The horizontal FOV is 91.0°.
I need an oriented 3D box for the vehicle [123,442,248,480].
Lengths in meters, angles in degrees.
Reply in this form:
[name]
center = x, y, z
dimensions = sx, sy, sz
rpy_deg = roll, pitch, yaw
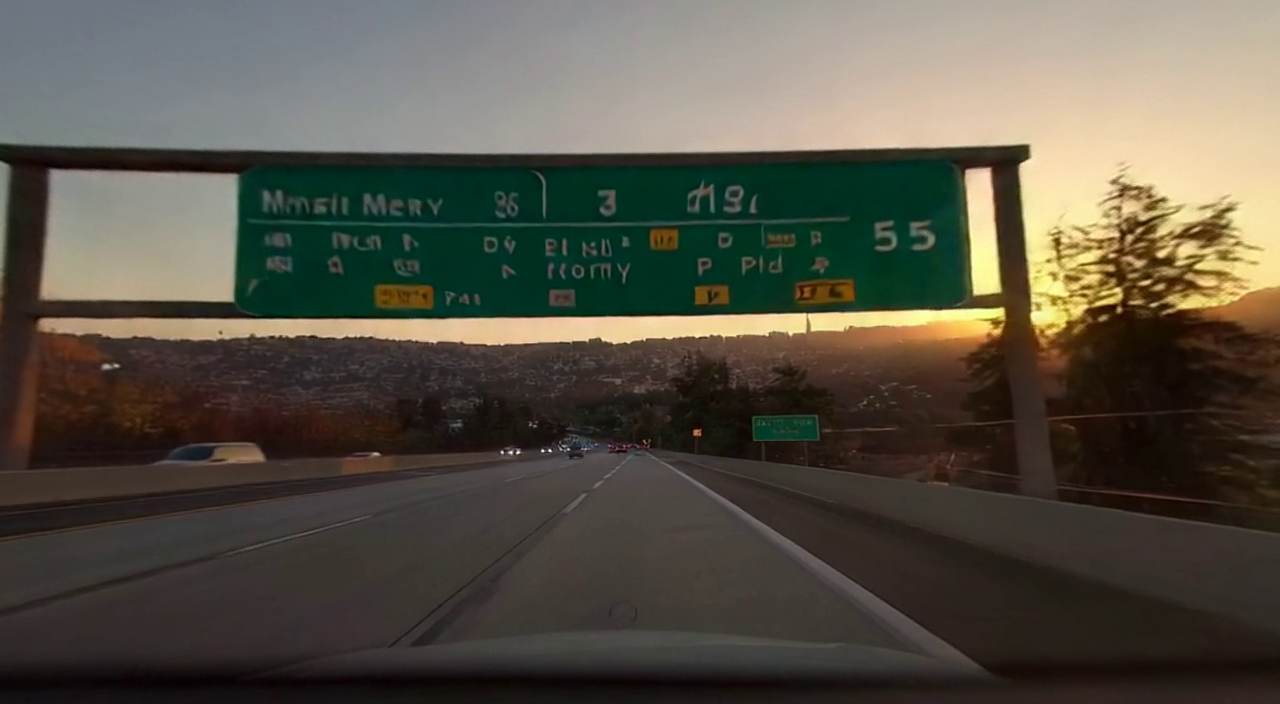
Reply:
[vehicle]
center = -20.313, 4.884, 28.445
dimensions = 2.181, 1.562, 4.600
rpy_deg = 0, -9, 0
